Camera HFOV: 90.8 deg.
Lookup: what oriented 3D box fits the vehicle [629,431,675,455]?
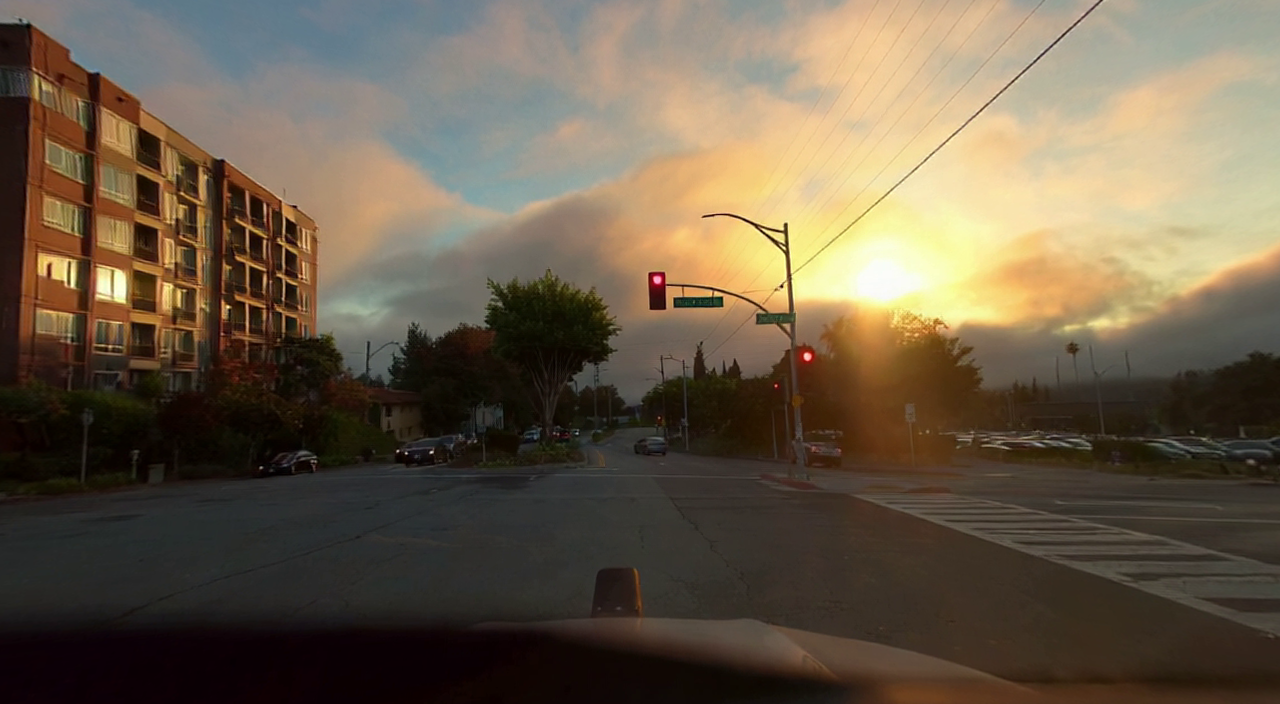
[{"bbox_3d":[0.777,6.462,44.653,2.073,1.571,4.790,2,-9,-14],"label":"vehicle"}]

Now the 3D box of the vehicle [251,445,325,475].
[{"bbox_3d":[-21.107,6.469,38.092,1.981,1.628,4.336,0,-9,-1],"label":"vehicle"}]

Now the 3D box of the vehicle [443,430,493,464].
[{"bbox_3d":[-9.789,5.462,36.192,1.910,1.818,4.057,0,-9,-3],"label":"vehicle"}]

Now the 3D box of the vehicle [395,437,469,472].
[{"bbox_3d":[-9.691,4.804,29.787,2.116,1.521,4.294,0,-9,-1],"label":"vehicle"}]
